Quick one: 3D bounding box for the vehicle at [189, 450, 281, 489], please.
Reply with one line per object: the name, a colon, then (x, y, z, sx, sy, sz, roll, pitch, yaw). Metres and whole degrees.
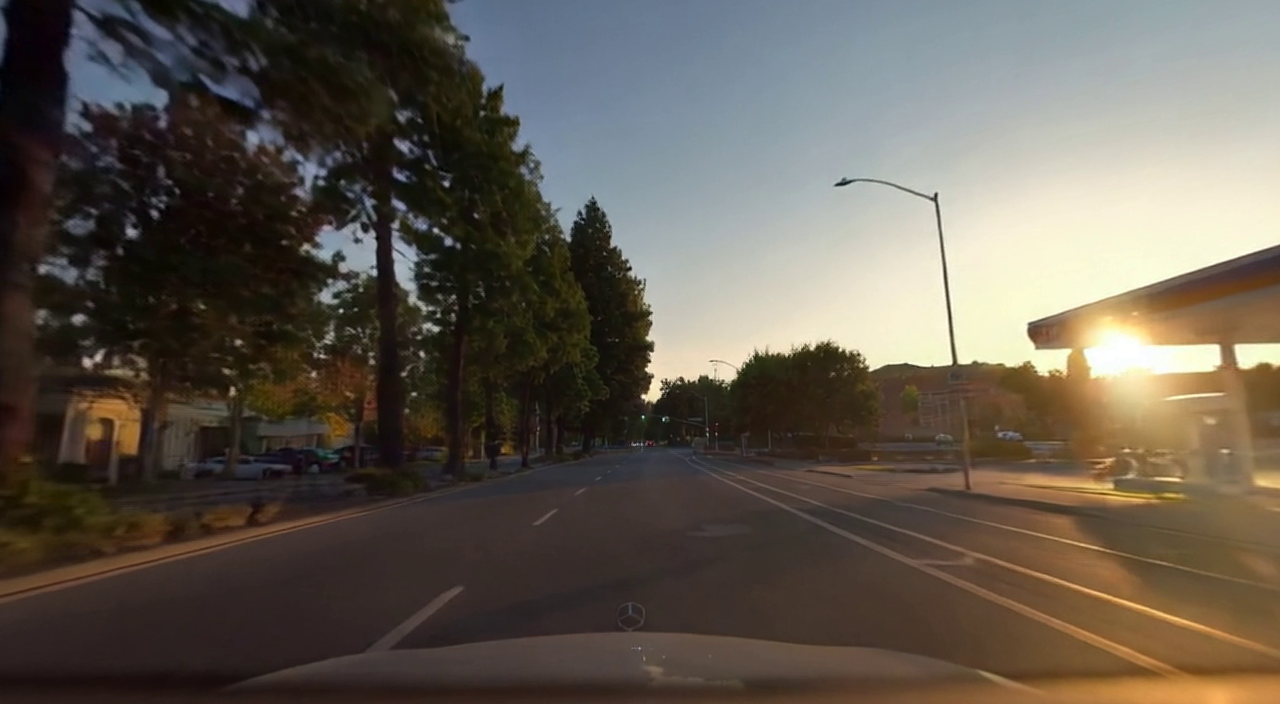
vehicle: (-25.156, 7.287, 39.227, 4.386, 2.004, 1.991, -4, -8, -2)

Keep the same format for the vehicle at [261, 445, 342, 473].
vehicle: (-23.572, 7.450, 44.029, 4.271, 1.902, 2.281, 0, -9, 1)
